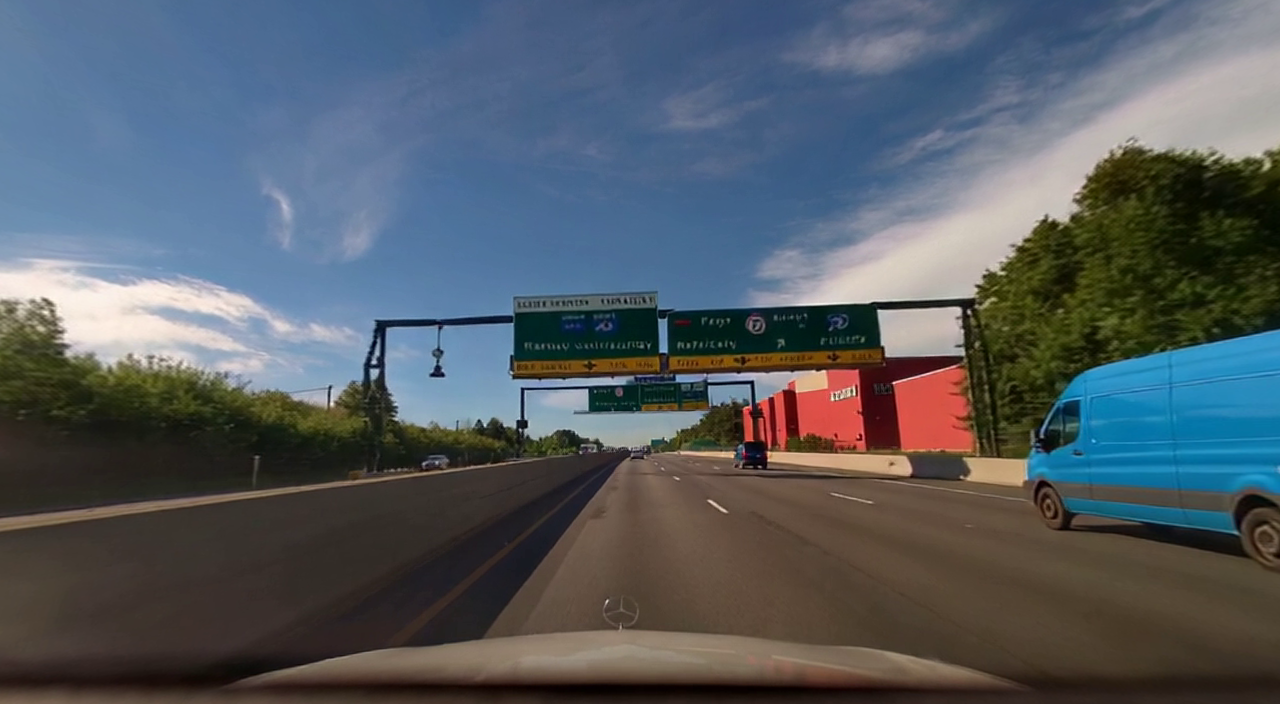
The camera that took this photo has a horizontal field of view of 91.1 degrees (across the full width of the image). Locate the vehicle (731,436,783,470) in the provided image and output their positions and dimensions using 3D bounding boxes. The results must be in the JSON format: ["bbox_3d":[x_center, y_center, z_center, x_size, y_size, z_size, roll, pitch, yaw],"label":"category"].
[{"bbox_3d":[7.095,6.238,38.793,2.156,1.943,5.010,0,-9,-1],"label":"vehicle"}]

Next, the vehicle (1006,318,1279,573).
[{"bbox_3d":[7.804,1.219,8.149,2.283,2.631,6.053,0,-9,-1],"label":"vehicle"}]
